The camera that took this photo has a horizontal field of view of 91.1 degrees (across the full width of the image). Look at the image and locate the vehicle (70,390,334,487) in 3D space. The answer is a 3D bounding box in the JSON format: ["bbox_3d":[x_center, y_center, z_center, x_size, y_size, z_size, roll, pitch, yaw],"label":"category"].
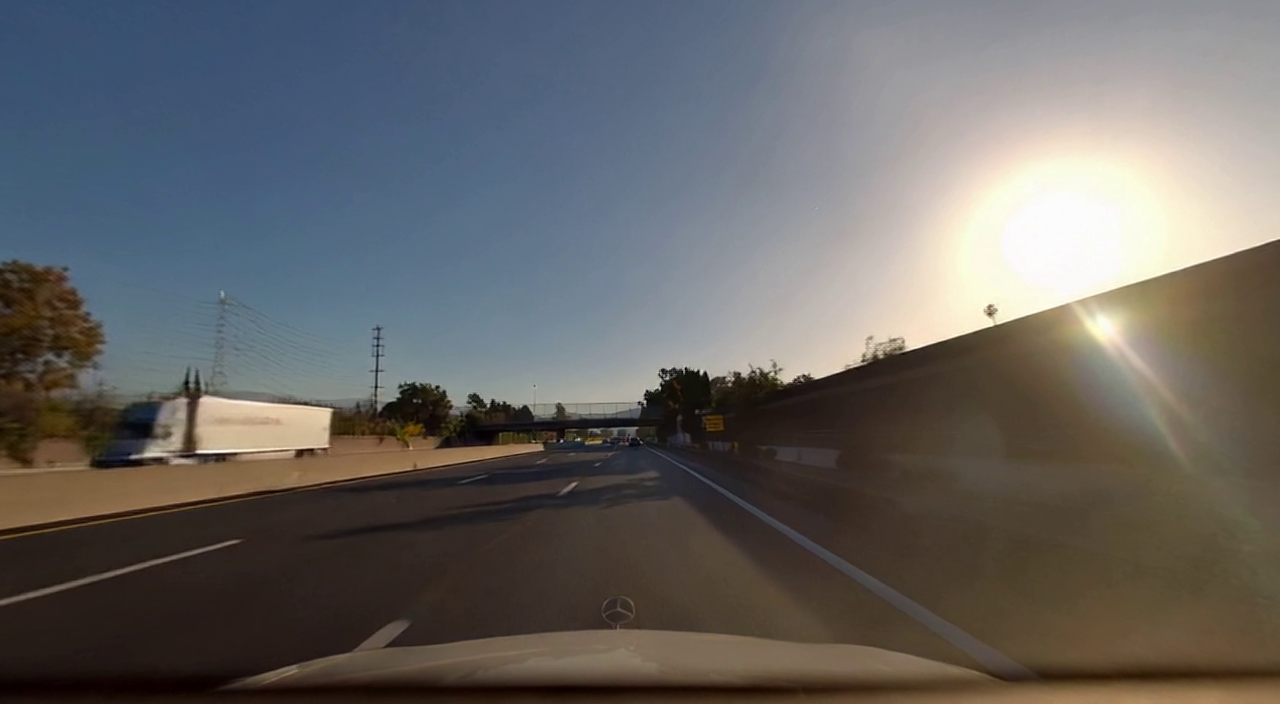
[{"bbox_3d":[-22.844,4.832,35.317,3.192,4.094,16.559,0,-8,-1],"label":"vehicle"}]
